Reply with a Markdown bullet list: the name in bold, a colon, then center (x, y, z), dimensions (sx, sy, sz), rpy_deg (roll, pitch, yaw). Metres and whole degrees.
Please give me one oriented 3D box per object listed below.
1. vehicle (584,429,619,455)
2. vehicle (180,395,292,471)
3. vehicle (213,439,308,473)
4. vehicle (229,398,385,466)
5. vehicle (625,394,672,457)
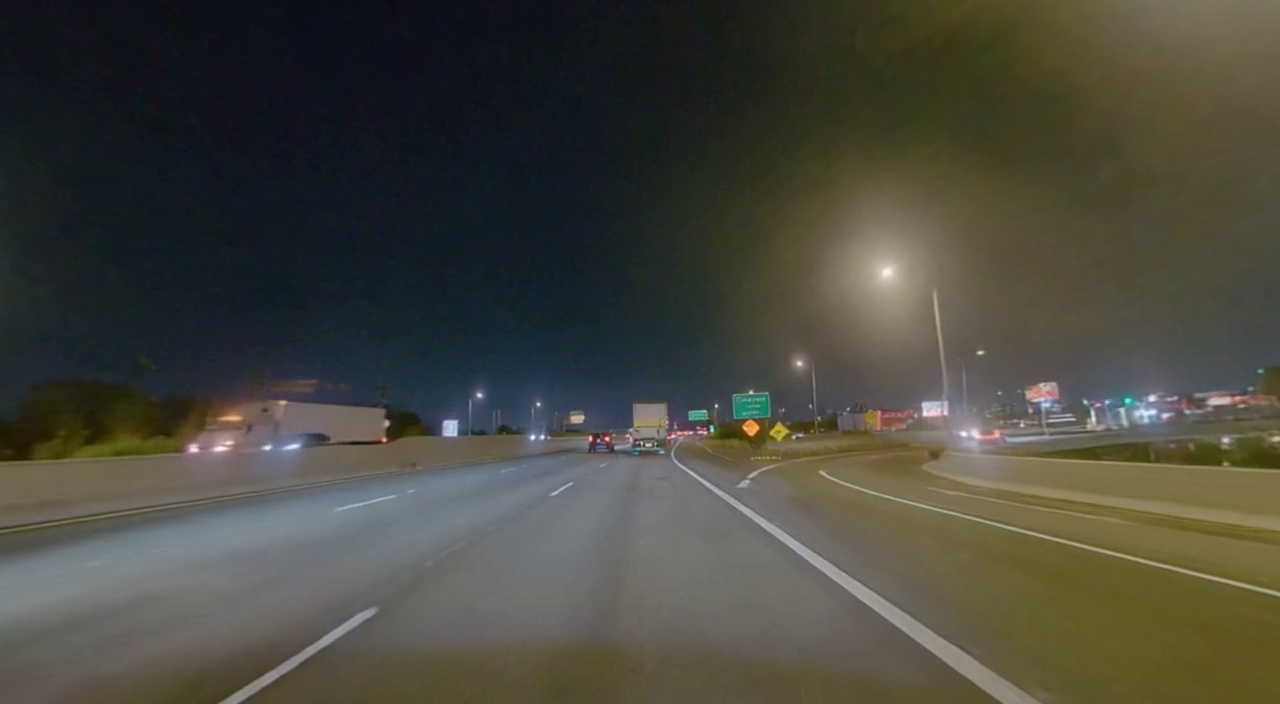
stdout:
- **vehicle**: center (-2.800, 6.697, 46.862), dimensions (2.119, 1.787, 4.655), rpy_deg (0, -8, 3)
- **vehicle**: center (-23.131, 4.665, 36.338), dimensions (2.784, 3.981, 4.819), rpy_deg (1, -7, 5)
- **vehicle**: center (-19.149, 5.247, 31.989), dimensions (1.947, 1.587, 4.446), rpy_deg (0, -8, 2)
- **vehicle**: center (-23.005, 5.804, 45.114), dimensions (2.940, 4.056, 14.297), rpy_deg (0, -8, 2)
- **vehicle**: center (0.646, 5.439, 45.693), dimensions (3.024, 4.019, 10.605), rpy_deg (0, -8, 1)
